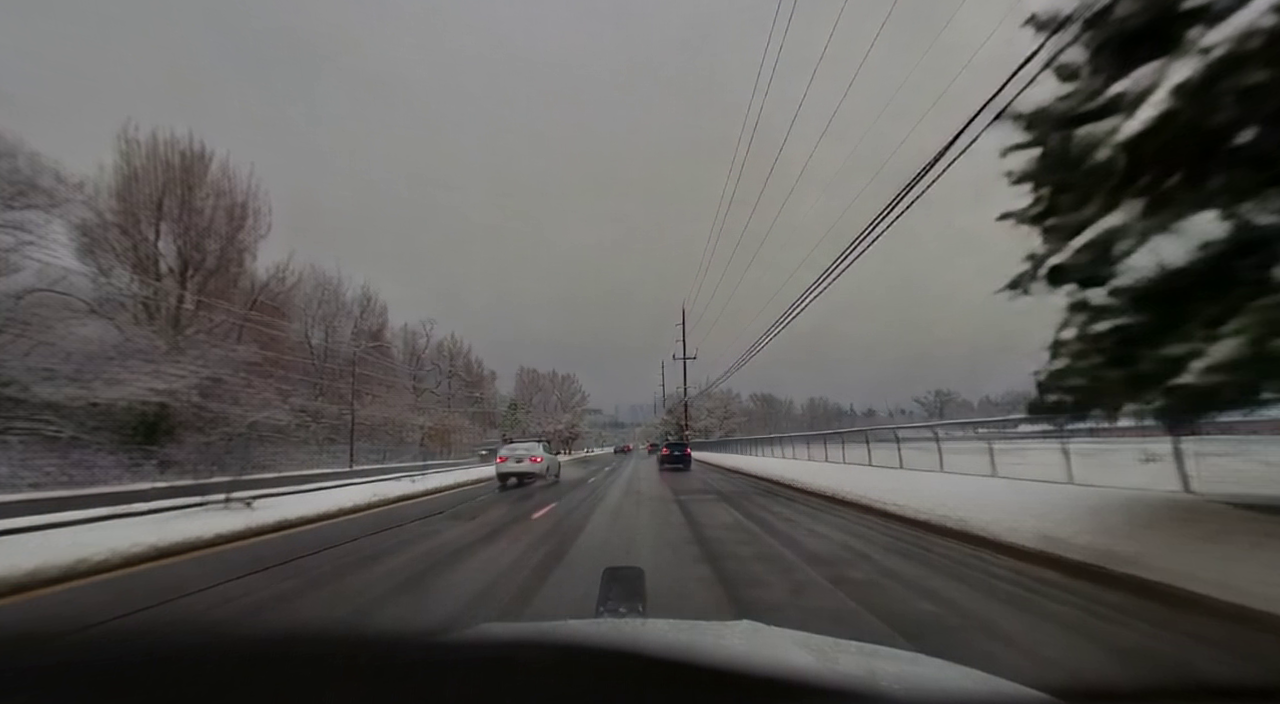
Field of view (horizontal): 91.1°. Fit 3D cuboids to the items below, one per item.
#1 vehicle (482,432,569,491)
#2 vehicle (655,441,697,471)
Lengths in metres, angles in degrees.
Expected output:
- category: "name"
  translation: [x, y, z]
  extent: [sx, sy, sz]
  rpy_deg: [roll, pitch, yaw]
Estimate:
- category: "vehicle"
  translation: [-3.628, 3.554, 20.721]
  extent: [1.950, 1.692, 4.397]
  rpy_deg: [-1, -8, 1]
- category: "vehicle"
  translation: [1.881, 5.647, 34.250]
  extent: [2.059, 1.486, 3.980]
  rpy_deg: [0, -8, 0]
